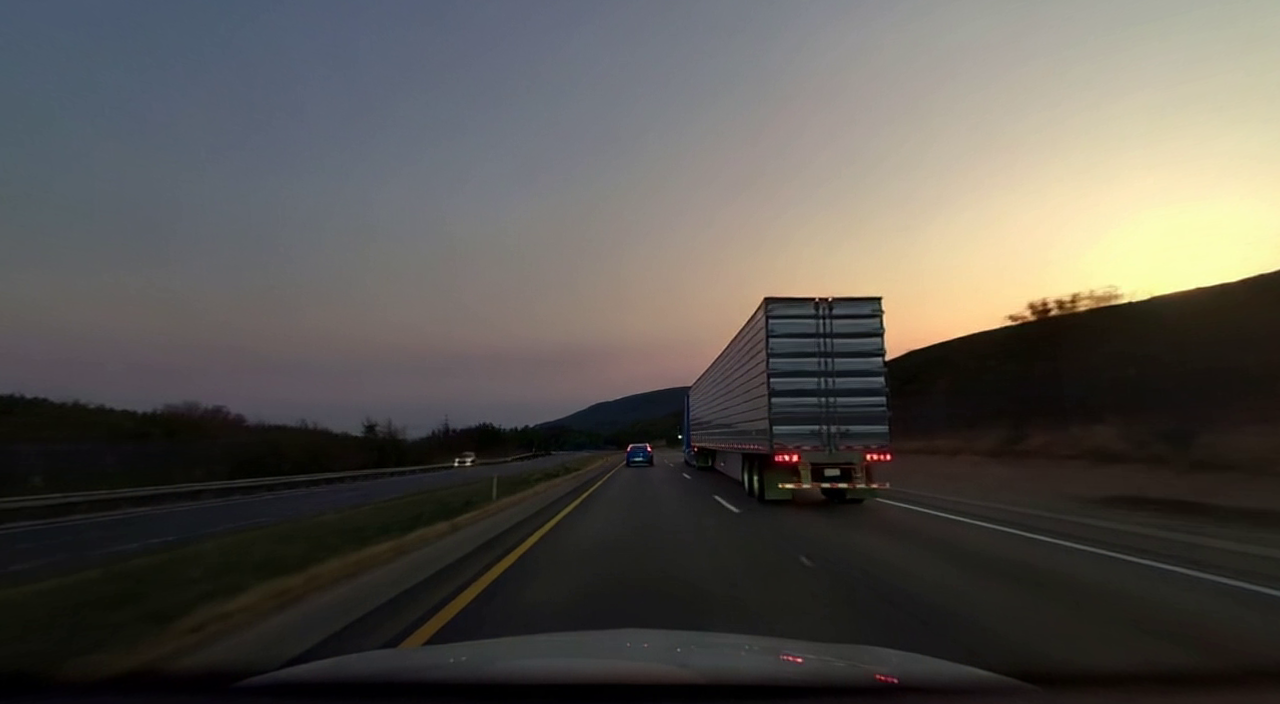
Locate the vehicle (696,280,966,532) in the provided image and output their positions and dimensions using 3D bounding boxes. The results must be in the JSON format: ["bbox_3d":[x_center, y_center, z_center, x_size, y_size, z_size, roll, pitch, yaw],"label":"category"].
[{"bbox_3d":[3.801,2.012,18.353,2.929,4.158,15.921,0,-9,0],"label":"vehicle"}]

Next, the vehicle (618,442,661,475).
[{"bbox_3d":[-0.018,5.240,31.215,1.968,1.515,4.025,0,-9,0],"label":"vehicle"}]
